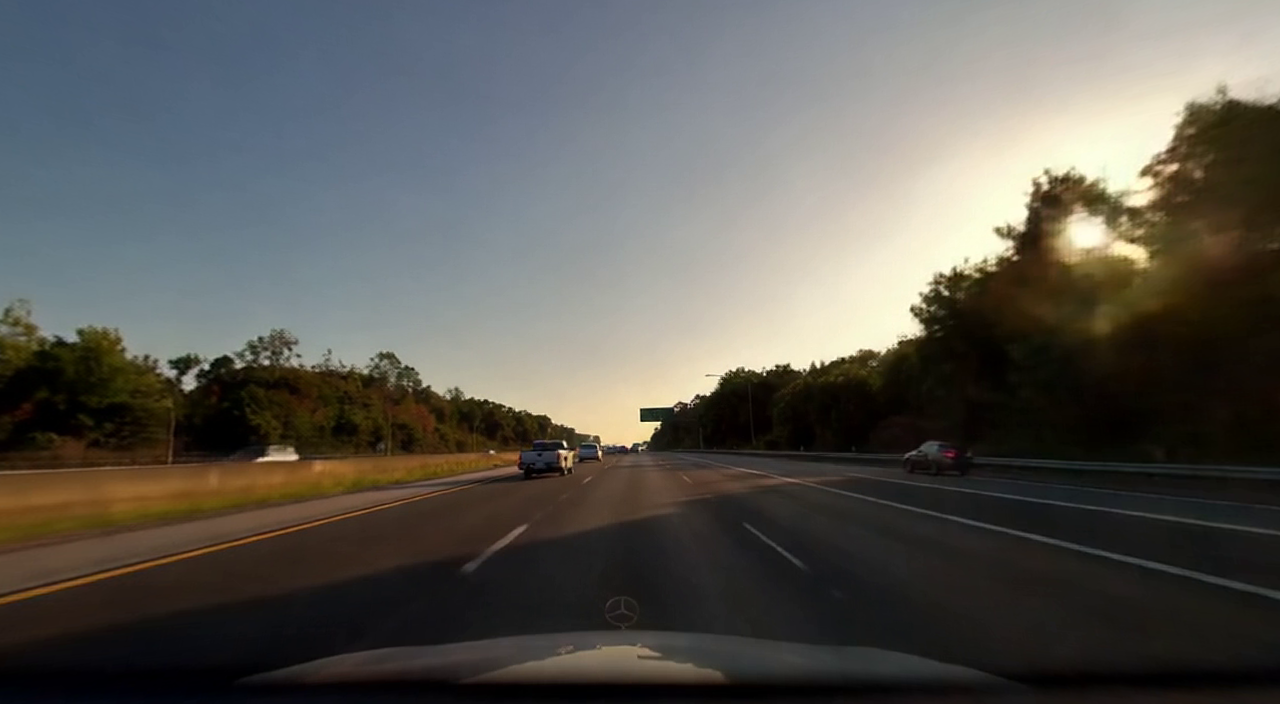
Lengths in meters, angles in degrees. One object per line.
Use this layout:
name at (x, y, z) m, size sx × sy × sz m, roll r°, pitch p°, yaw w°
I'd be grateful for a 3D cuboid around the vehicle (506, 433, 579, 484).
vehicle at (-3.630, 4.080, 24.435) m, size 2.114 × 1.774 × 4.427 m, roll 0°, pitch -9°, yaw 0°

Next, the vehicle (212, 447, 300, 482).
vehicle at (-21.264, 6.214, 35.237) m, size 1.977 × 1.826 × 4.671 m, roll 0°, pitch -9°, yaw 0°
